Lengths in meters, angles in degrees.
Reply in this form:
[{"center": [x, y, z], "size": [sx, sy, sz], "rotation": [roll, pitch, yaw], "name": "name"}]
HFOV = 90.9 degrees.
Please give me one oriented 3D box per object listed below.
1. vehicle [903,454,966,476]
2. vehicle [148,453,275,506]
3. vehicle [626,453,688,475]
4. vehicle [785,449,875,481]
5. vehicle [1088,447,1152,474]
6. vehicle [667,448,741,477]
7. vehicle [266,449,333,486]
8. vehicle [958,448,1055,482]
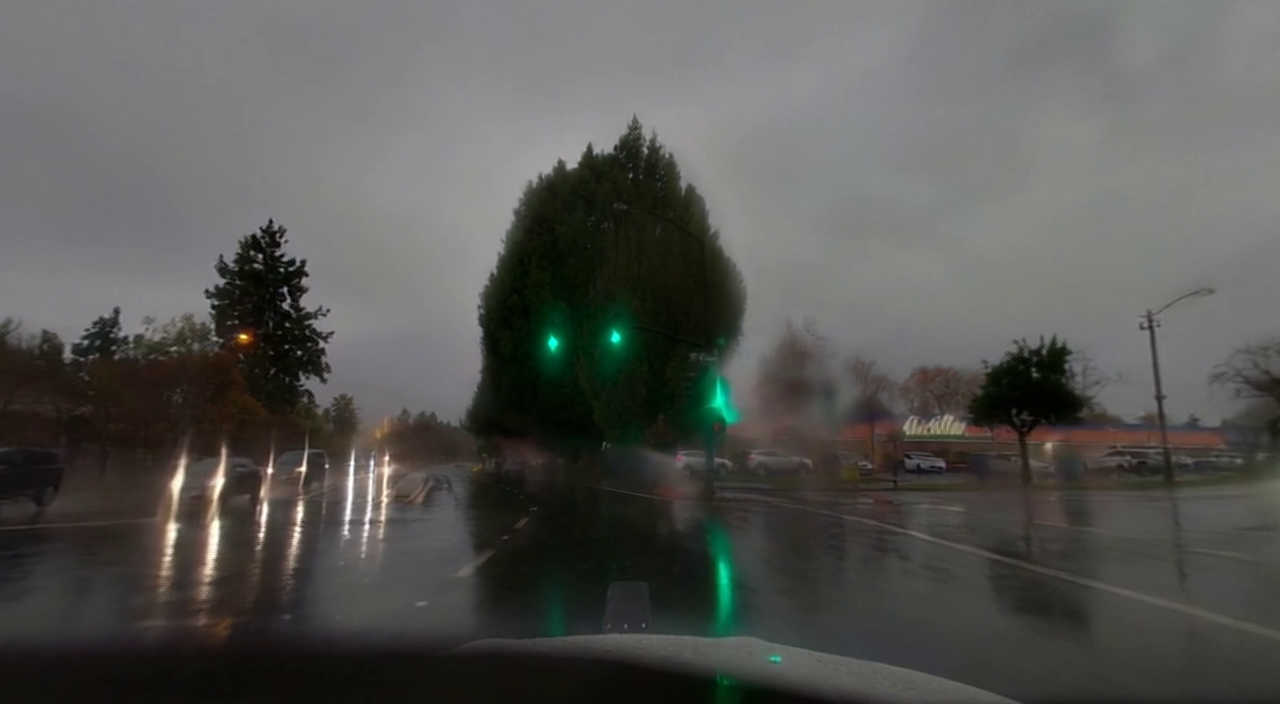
[{"center": [20.402, 7.793, 43.640], "size": [4.324, 1.437, 1.865], "rotation": [6, -10, -33], "name": "vehicle"}, {"center": [-14.274, 4.221, 21.364], "size": [1.961, 1.492, 4.702], "rotation": [2, -9, -14], "name": "vehicle"}, {"center": [1.244, 8.207, 46.175], "size": [4.257, 1.474, 1.751], "rotation": [4, -9, -25], "name": "vehicle"}, {"center": [10.639, 6.299, 35.297], "size": [4.375, 1.685, 2.045], "rotation": [3, -9, -18], "name": "vehicle"}, {"center": [35.162, 7.891, 46.124], "size": [4.689, 1.888, 2.114], "rotation": [5, -10, -33], "name": "vehicle"}, {"center": [4.245, 7.247, 41.458], "size": [4.669, 1.770, 1.896], "rotation": [6, -10, -35], "name": "vehicle"}, {"center": [-18.303, 6.173, 34.151], "size": [2.049, 1.817, 5.292], "rotation": [2, -9, -16], "name": "vehicle"}, {"center": [19.779, 6.052, 34.040], "size": [4.530, 1.696, 1.979], "rotation": [3, -9, -19], "name": "vehicle"}]
